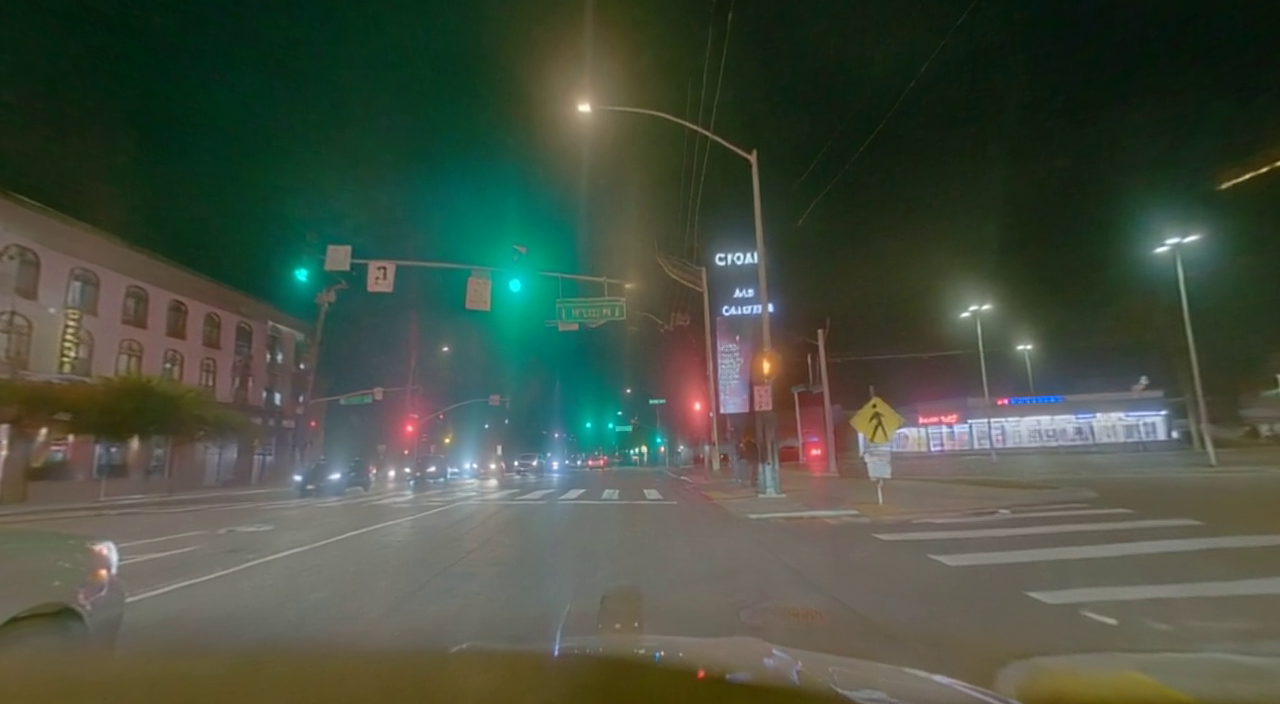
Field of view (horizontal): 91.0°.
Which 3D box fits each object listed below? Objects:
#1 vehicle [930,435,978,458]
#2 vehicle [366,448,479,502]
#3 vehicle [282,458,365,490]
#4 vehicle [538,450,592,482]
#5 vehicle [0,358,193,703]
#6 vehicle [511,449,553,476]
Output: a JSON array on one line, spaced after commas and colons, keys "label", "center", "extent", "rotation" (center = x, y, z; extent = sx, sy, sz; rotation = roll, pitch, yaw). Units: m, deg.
[{"label": "vehicle", "center": [24.451, 7.355, 49.082], "extent": [1.690, 1.559, 3.521], "rotation": [4, -7, -6]}, {"label": "vehicle", "center": [-6.711, 3.832, 20.039], "extent": [1.960, 1.479, 4.654], "rotation": [0, -9, 0]}, {"label": "vehicle", "center": [-16.267, 6.272, 32.680], "extent": [2.000, 1.527, 4.786], "rotation": [1, -9, -3]}, {"label": "vehicle", "center": [-3.708, 5.742, 31.944], "extent": [2.147, 1.472, 4.406], "rotation": [0, -9, 1]}, {"label": "vehicle", "center": [-3.407, 0.650, 1.013], "extent": [2.042, 1.673, 4.516], "rotation": [0, -9, -1]}, {"label": "vehicle", "center": [-7.004, 7.245, 41.264], "extent": [2.012, 1.664, 3.917], "rotation": [0, -9, 0]}]
